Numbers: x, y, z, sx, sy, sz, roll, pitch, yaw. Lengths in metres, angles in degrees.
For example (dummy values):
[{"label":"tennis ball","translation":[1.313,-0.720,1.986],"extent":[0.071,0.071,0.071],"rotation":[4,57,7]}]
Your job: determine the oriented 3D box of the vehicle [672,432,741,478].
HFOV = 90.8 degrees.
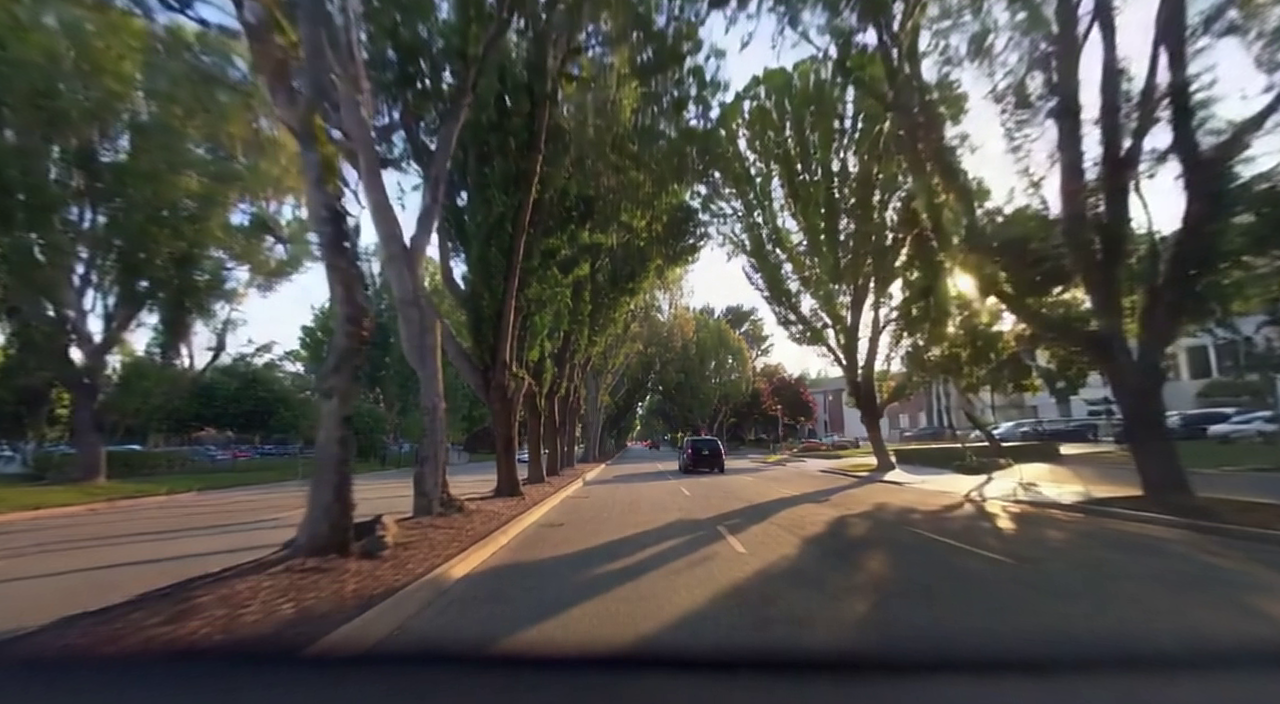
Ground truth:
[{"label":"vehicle","translation":[2.657,4.298,26.543],"extent":[2.240,1.740,4.605],"rotation":[0,-8,-2]}]
